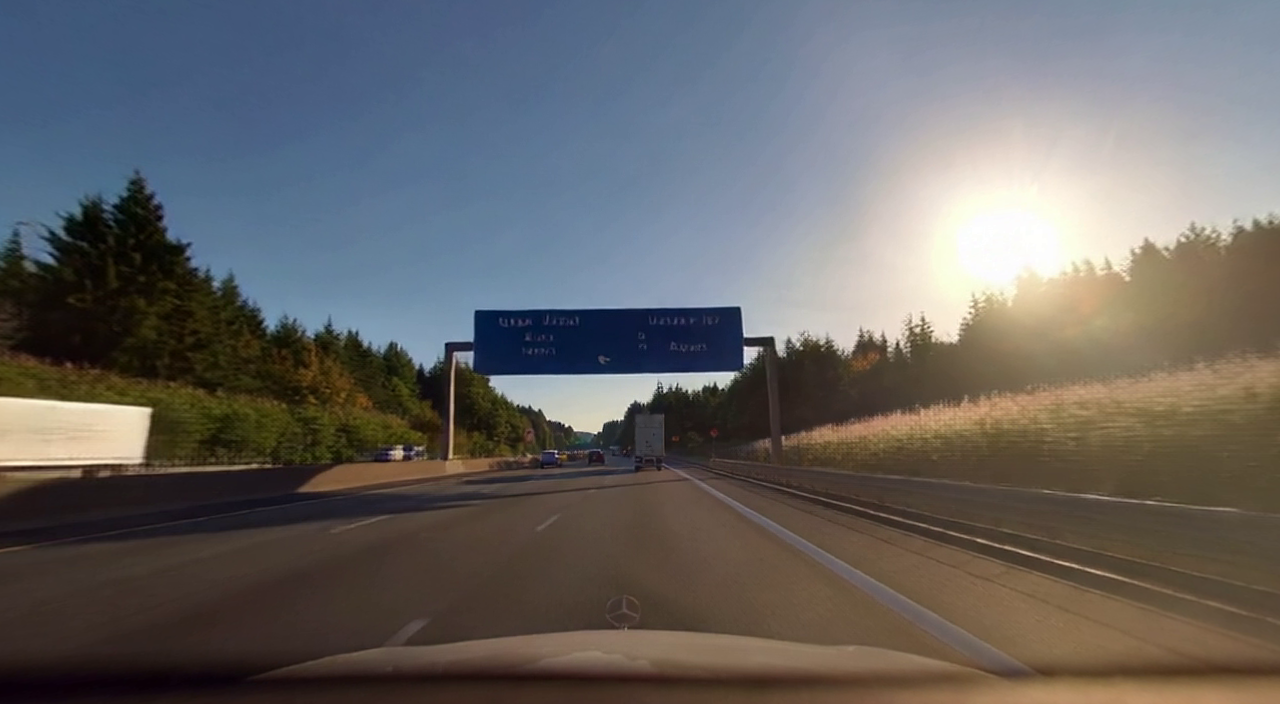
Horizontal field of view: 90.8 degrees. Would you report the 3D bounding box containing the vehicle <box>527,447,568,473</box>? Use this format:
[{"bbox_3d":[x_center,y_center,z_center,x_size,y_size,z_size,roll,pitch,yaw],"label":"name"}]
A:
[{"bbox_3d":[-6.430,7.579,44.409,2.119,1.754,4.404,0,-9,1],"label":"vehicle"}]

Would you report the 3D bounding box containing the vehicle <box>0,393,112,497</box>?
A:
[{"bbox_3d":[-23.885,3.159,21.436,3.032,3.588,10.037,0,-9,0],"label":"vehicle"}]
